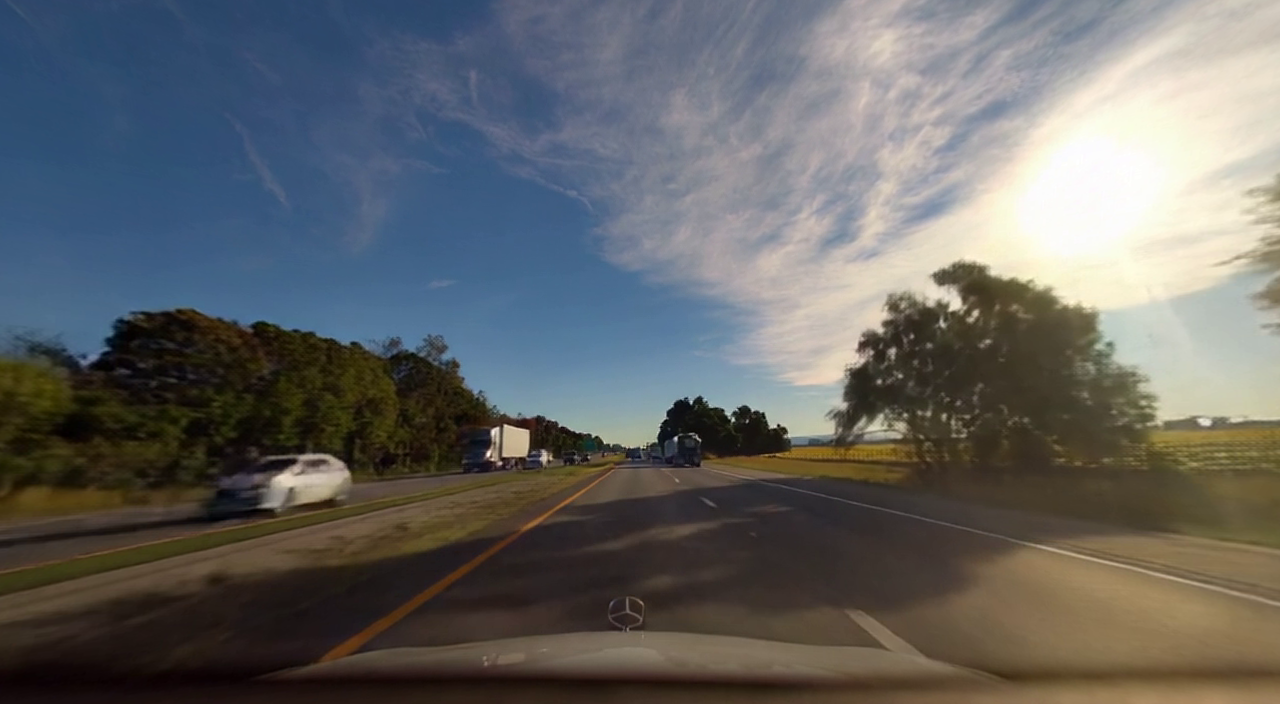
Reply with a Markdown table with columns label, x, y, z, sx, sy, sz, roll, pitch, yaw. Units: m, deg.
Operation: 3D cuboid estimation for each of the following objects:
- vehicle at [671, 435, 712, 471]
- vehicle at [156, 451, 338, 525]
| label | x | y | z | sx | sy | sz | roll | pitch | yaw |
| --- | --- | --- | --- | --- | --- | --- | --- | --- | --- |
| vehicle | 3.827 | 7.727 | 48.170 | 2.472 | 2.562 | 5.594 | 0 | -9 | -2 |
| vehicle | -8.924 | 3.064 | 14.743 | 1.848 | 1.478 | 3.697 | 0 | -9 | 0 |
